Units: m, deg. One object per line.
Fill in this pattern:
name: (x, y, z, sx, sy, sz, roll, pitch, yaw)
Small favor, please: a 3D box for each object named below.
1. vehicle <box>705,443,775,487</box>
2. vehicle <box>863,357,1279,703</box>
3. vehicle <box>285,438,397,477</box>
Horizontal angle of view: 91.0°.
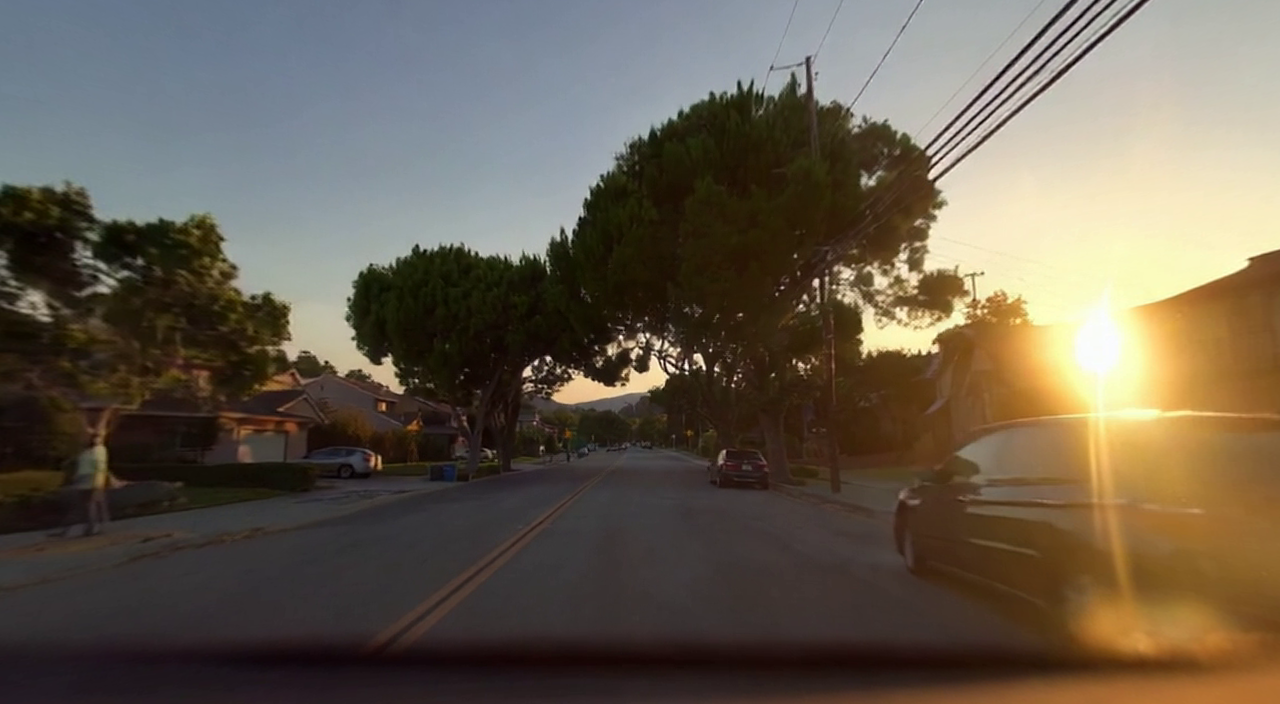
vehicle: (3.756, 4.316, 24.490, 1.897, 1.521, 4.835, 0, -8, -1)
vehicle: (3.778, 1.246, 5.140, 2.039, 1.780, 4.884, 0, -8, -1)
vehicle: (-15.659, 5.531, 33.150, 4.882, 1.777, 2.025, -2, -9, -2)
